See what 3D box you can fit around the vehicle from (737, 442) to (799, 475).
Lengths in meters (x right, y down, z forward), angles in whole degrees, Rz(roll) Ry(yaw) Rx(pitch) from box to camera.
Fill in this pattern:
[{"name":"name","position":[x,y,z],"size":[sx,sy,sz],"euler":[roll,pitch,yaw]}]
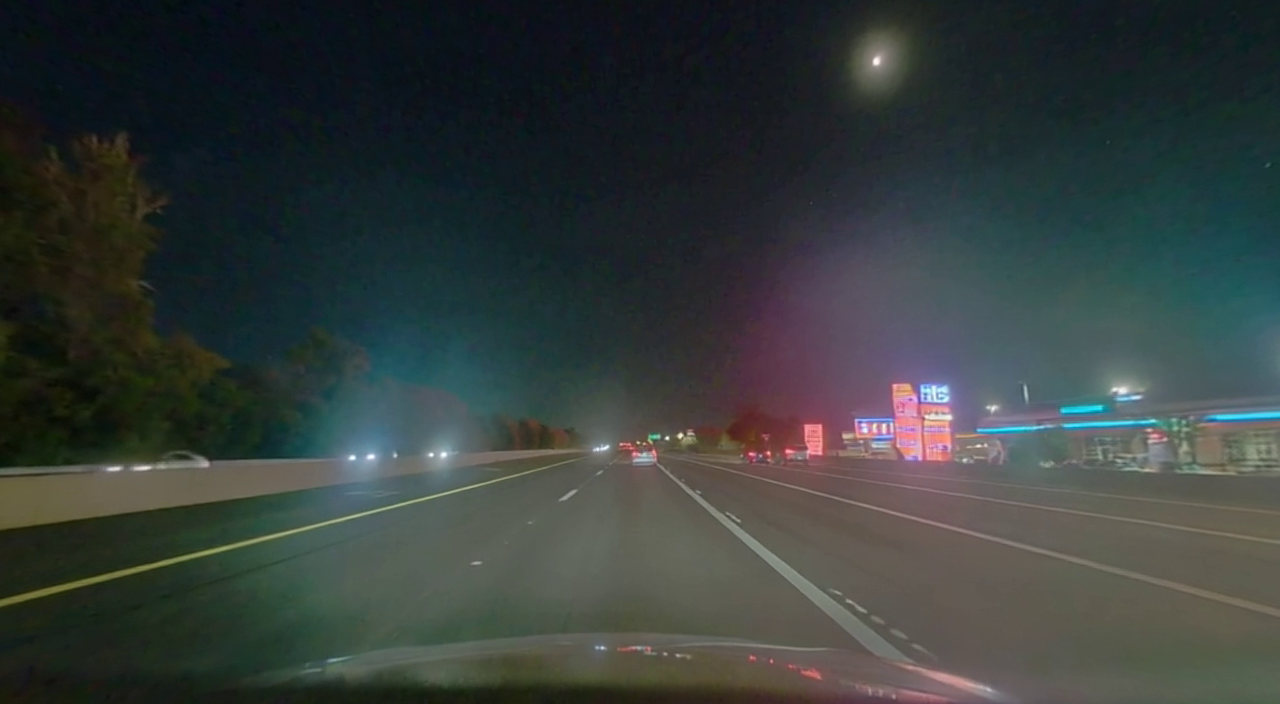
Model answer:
[{"name":"vehicle","position":[6.263,5.273,31.484],"size":[1.976,1.477,4.448],"euler":[0,-9,-2]}]

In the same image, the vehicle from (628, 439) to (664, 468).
[{"name":"vehicle","position":[0.299,6.598,41.307],"size":[2.154,1.786,5.045],"euler":[0,-8,-2]}]

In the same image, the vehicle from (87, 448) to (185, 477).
[{"name":"vehicle","position":[-29.034,6.344,36.605],"size":[1.850,1.489,4.772],"euler":[0,-9,-1]}]
